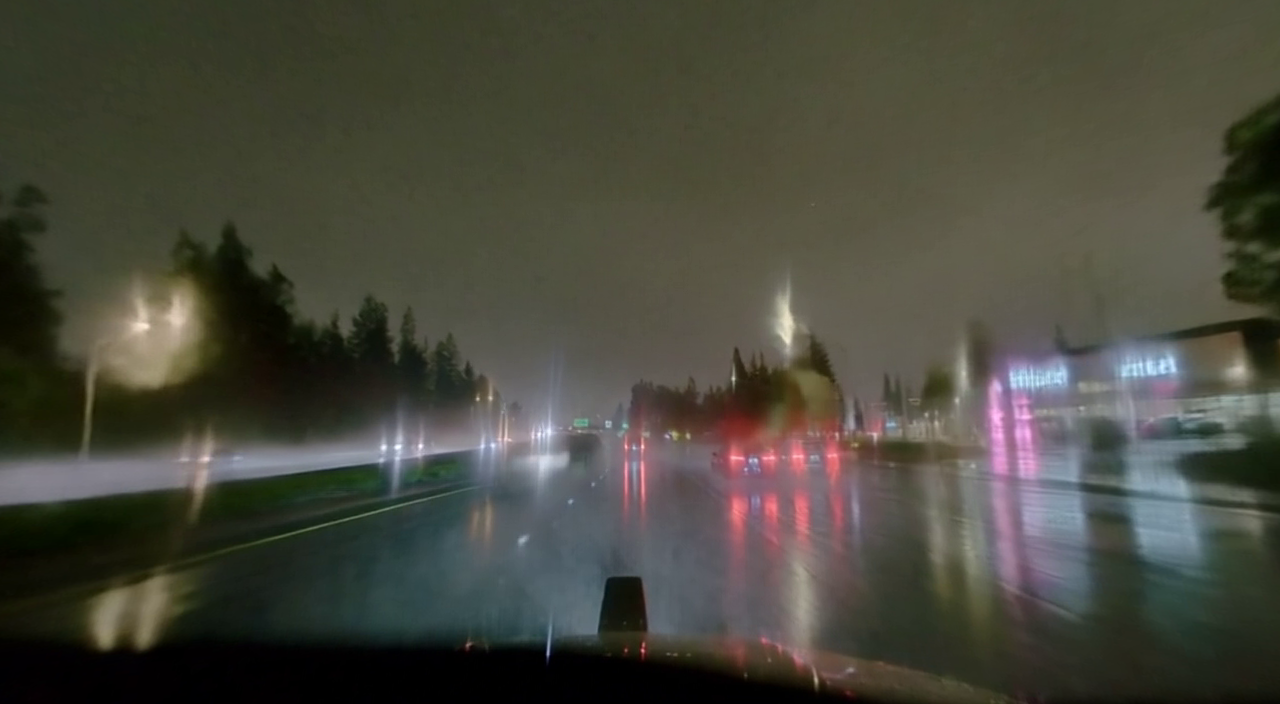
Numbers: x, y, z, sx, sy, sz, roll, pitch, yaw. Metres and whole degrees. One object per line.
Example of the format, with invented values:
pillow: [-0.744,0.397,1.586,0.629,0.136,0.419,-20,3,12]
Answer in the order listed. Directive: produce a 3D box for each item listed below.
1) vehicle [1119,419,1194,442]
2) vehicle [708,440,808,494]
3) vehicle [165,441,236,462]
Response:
vehicle: [40.052,6.097,49.031,4.263,1.563,1.862,-9,-10,35]
vehicle: [3.375,3.395,19.040,2.069,1.431,4.313,0,-9,-2]
vehicle: [-31.794,7.192,45.809,1.971,1.461,4.469,0,-8,-1]
